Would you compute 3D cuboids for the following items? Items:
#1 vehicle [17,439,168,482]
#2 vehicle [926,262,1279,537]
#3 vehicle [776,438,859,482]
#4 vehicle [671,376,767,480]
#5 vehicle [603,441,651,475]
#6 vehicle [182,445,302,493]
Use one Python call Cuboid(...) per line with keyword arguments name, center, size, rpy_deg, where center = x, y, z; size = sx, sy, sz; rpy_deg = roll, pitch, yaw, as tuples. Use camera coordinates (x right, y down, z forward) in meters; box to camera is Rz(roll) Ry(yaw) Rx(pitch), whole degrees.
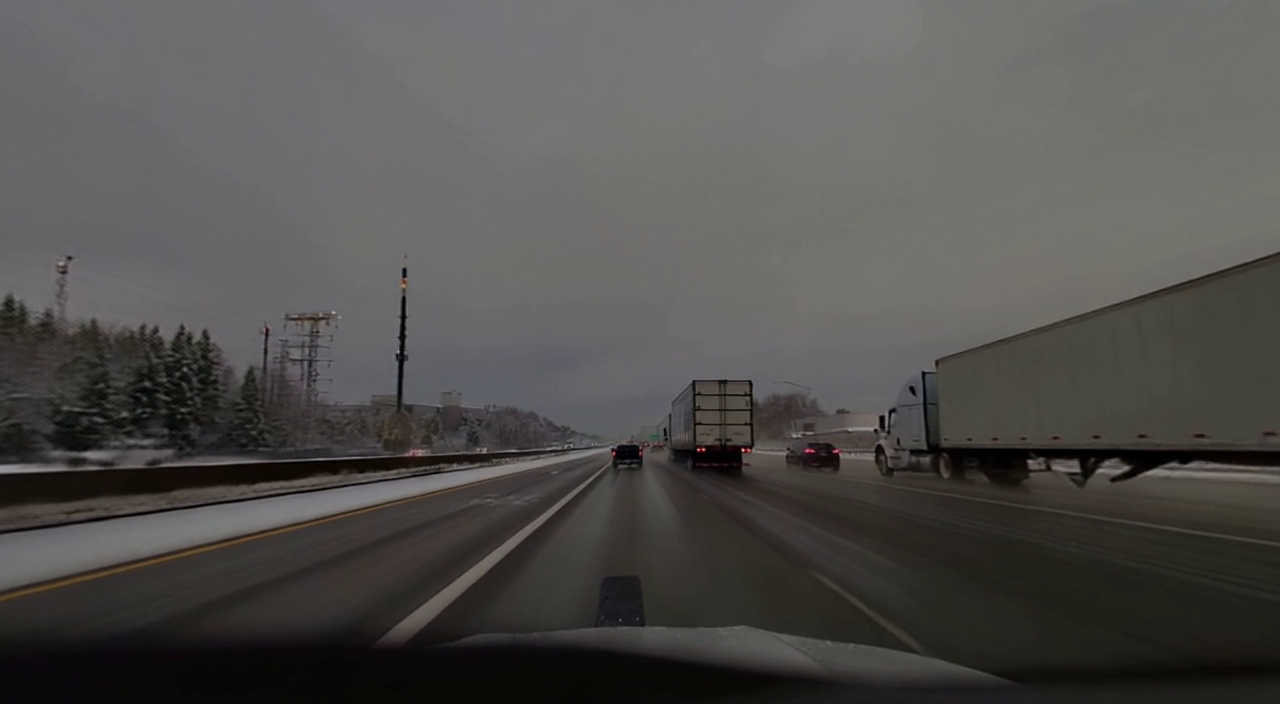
Cuboid(name="vehicle", center=(-24.163, 4.808, 28.252), size=(2.107, 1.725, 5.187), rpy_deg=(0, -9, -1))
Cuboid(name="vehicle", center=(11.241, 1.197, 12.714), size=(2.898, 4.171, 17.188), rpy_deg=(0, -9, 0))
Cuboid(name="vehicle", center=(7.355, 4.502, 26.629), size=(2.154, 1.658, 4.347), rpy_deg=(0, -9, -1))
Cuboid(name="vehicle", center=(3.406, 3.805, 30.503), size=(2.999, 4.127, 10.526), rpy_deg=(0, -9, -1))
Cuboid(name="vehicle", center=(-0.614, 5.109, 30.650), size=(2.163, 1.551, 4.180), rpy_deg=(0, -9, -1))
Cuboid(name="vehicle", center=(-12.904, 3.780, 20.746), size=(1.595, 1.414, 3.486), rpy_deg=(0, -9, 1))
